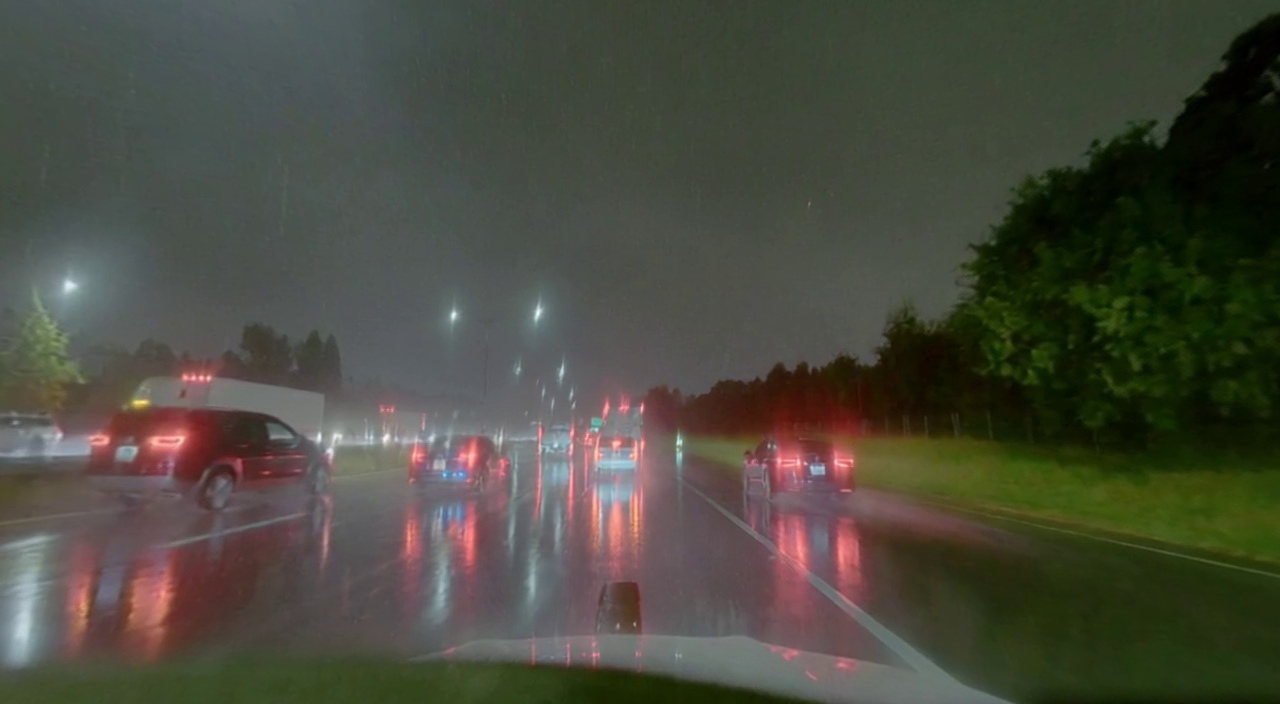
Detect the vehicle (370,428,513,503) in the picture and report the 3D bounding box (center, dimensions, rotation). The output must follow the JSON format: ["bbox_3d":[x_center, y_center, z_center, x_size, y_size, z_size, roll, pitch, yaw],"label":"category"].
[{"bbox_3d":[-4.475,2.610,14.992,2.046,1.493,4.384,0,-8,-1],"label":"vehicle"}]

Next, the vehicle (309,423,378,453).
[{"bbox_3d":[-16.024,4.676,34.251,1.831,1.512,4.273,0,-8,-2],"label":"vehicle"}]

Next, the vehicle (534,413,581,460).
[{"bbox_3d":[-4.972,5.218,38.685,2.303,2.610,6.579,0,-8,-3],"label":"vehicle"}]

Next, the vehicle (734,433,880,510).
[{"bbox_3d":[3.583,2.620,14.467,1.981,1.474,4.396,0,-8,-2],"label":"vehicle"}]

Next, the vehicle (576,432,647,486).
[{"bbox_3d":[-0.859,3.257,19.506,1.980,1.478,3.758,0,-8,-2],"label":"vehicle"}]

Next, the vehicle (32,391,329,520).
[{"bbox_3d":[-8.181,1.892,11.977,2.158,1.943,4.662,0,-8,-1],"label":"vehicle"}]
